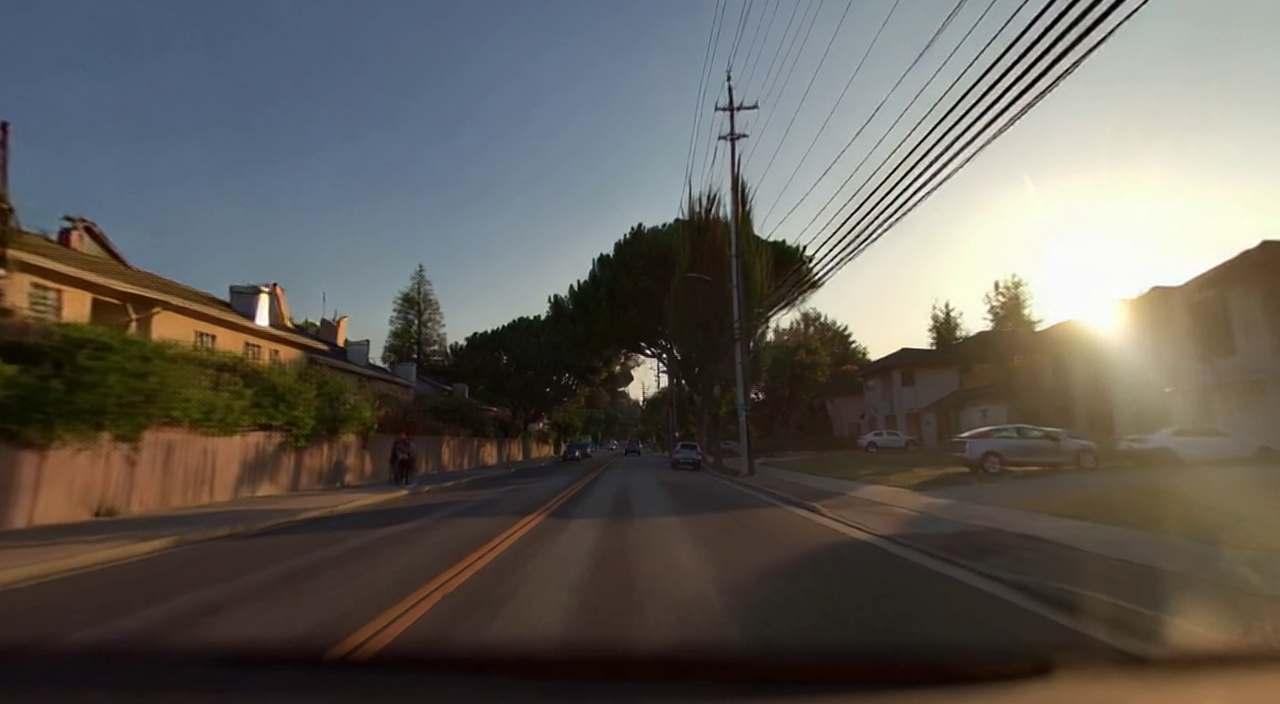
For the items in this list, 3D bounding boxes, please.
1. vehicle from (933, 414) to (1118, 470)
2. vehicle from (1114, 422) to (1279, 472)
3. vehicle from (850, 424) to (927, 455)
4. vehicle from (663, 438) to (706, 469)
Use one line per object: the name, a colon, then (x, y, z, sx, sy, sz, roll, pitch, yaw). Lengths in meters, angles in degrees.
vehicle: (12.630, 2.992, 20.987, 4.701, 1.745, 2.083, -1, -9, 2)
vehicle: (18.816, 3.141, 20.872, 4.558, 1.554, 1.990, 0, -9, 4)
vehicle: (17.725, 6.249, 45.245, 4.457, 1.780, 2.170, -5, -8, -1)
vehicle: (2.569, 6.005, 37.510, 2.108, 1.710, 4.499, 0, -8, -1)
